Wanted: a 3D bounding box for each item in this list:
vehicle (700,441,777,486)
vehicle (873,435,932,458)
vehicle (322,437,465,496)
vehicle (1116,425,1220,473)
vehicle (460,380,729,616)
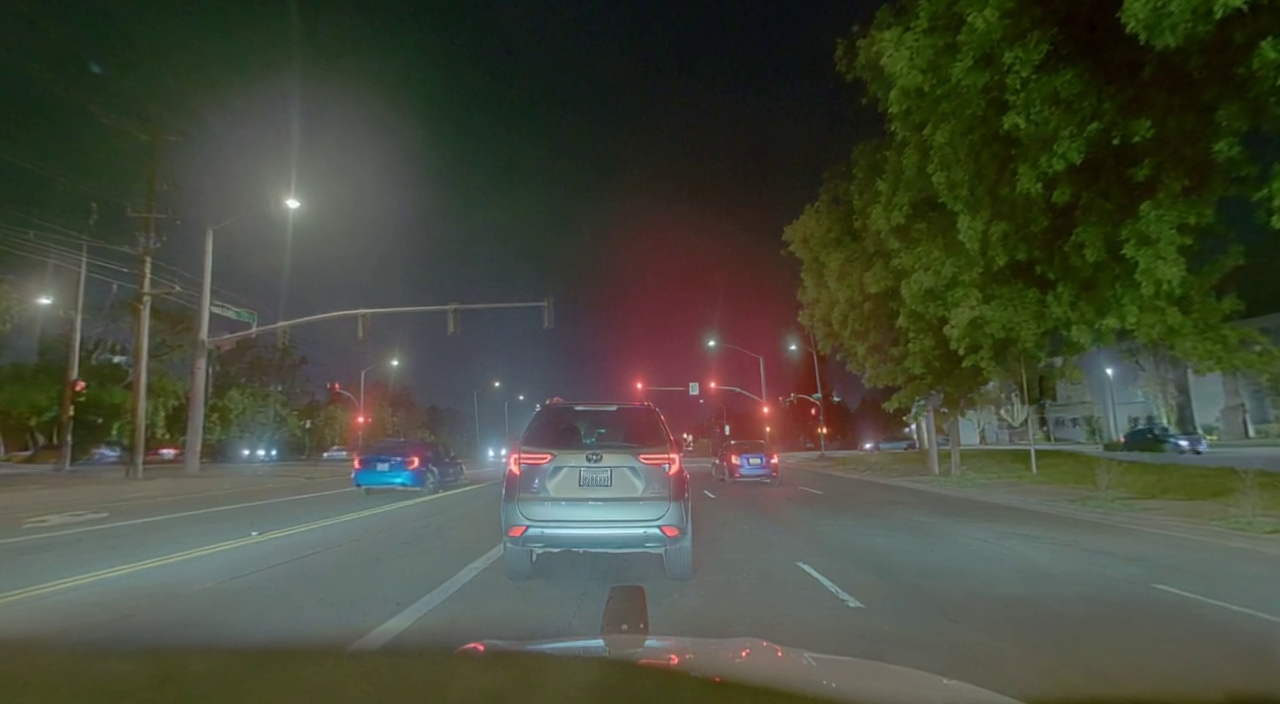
[{"bbox_3d":[3.372,3.897,22.386,2.104,1.441,4.240,0,-8,1],"label":"vehicle"},{"bbox_3d":[19.996,7.205,47.907,4.361,1.653,2.034,6,-10,-35],"label":"vehicle"},{"bbox_3d":[-6.889,3.248,18.344,2.060,1.473,4.950,0,-8,2],"label":"vehicle"},{"bbox_3d":[19.243,3.520,22.923,4.215,1.578,1.892,7,-11,-37],"label":"vehicle"},{"bbox_3d":[-0.343,1.442,7.100,2.064,1.817,4.298,0,-8,0],"label":"vehicle"}]
